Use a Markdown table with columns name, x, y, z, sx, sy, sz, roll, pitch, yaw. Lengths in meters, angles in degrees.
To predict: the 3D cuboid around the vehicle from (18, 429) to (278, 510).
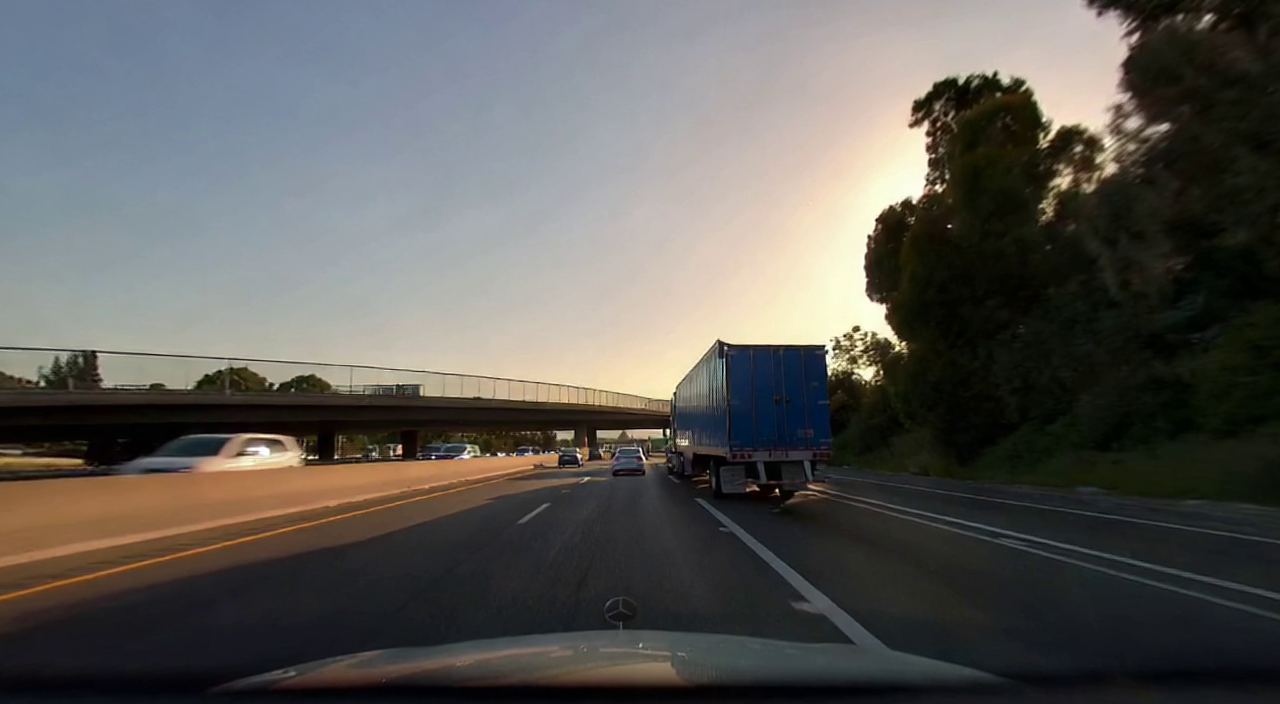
| name | x | y | z | sx | sy | sz | roll | pitch | yaw |
| --- | --- | --- | --- | --- | --- | --- | --- | --- | --- |
| vehicle | -11.006 | 2.648 | 14.652 | 1.983 | 1.565 | 4.367 | -2 | -9 | 13 |

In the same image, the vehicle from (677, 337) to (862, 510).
| name | x | y | z | sx | sy | sz | roll | pitch | yaw |
| --- | --- | --- | --- | --- | --- | --- | --- | --- | --- |
| vehicle | 3.537 | 2.888 | 23.115 | 2.996 | 4.123 | 15.965 | 0 | -9 | -2 |

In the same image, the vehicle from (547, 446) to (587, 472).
| name | x | y | z | sx | sy | sz | roll | pitch | yaw |
| --- | --- | --- | --- | --- | --- | --- | --- | --- | --- |
| vehicle | -4.478 | 6.664 | 39.501 | 1.995 | 1.491 | 4.317 | 0 | -9 | 0 |

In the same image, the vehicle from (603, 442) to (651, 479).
| name | x | y | z | sx | sy | sz | roll | pitch | yaw |
| --- | --- | --- | --- | --- | --- | --- | --- | --- | --- |
| vehicle | -0.616 | 5.273 | 30.950 | 2.191 | 1.685 | 4.015 | 0 | -9 | -1 |
